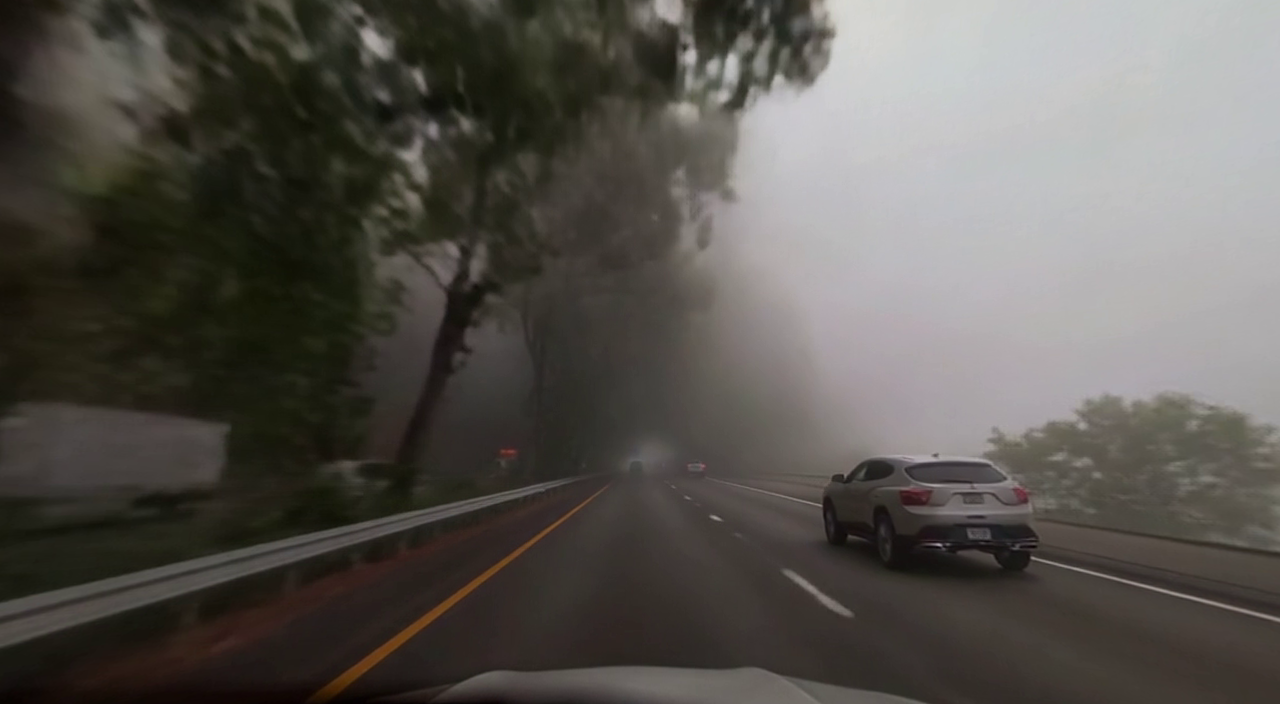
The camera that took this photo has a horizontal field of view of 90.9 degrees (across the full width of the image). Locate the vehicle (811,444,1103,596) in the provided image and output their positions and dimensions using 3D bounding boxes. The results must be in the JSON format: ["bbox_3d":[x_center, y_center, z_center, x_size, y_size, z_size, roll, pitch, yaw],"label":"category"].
[{"bbox_3d":[3.761,2.071,8.438,1.825,1.494,3.959,1,-10,0],"label":"vehicle"}]

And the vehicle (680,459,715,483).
[{"bbox_3d":[4.043,8.482,44.899,2.156,1.569,3.821,1,-10,0],"label":"vehicle"}]

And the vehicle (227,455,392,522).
[{"bbox_3d":[-8.922,3.725,17.600,1.958,1.576,4.727,1,-10,1],"label":"vehicle"}]
